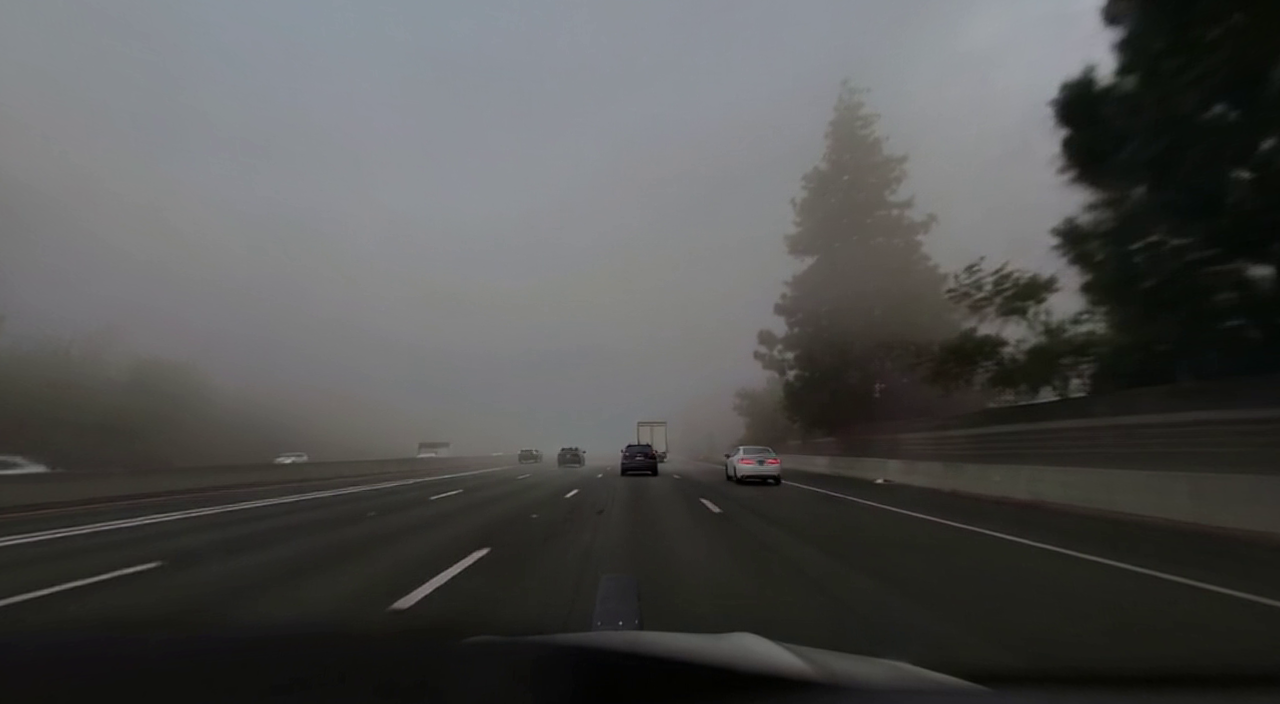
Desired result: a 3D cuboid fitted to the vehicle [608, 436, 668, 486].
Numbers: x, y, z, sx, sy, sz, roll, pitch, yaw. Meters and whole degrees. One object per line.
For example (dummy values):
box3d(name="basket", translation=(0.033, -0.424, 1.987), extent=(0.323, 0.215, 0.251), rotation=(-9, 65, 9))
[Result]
box3d(name="vehicle", translation=(-0.103, 4.143, 24.366), extent=(2.103, 1.717, 4.399), rotation=(0, -8, -1))

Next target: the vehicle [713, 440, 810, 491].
box3d(name="vehicle", translation=(3.831, 3.663, 20.786), extent=(2.146, 1.482, 4.665), rotation=(0, -8, -2))

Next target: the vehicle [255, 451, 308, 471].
box3d(name="vehicle", translation=(-26.609, 8.091, 47.022), extent=(1.813, 1.448, 3.521), rotation=(0, -8, 1))

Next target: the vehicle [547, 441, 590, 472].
box3d(name="vehicle", translation=(-4.100, 6.080, 36.970), extent=(1.988, 1.696, 4.754), rotation=(0, -8, 0))
